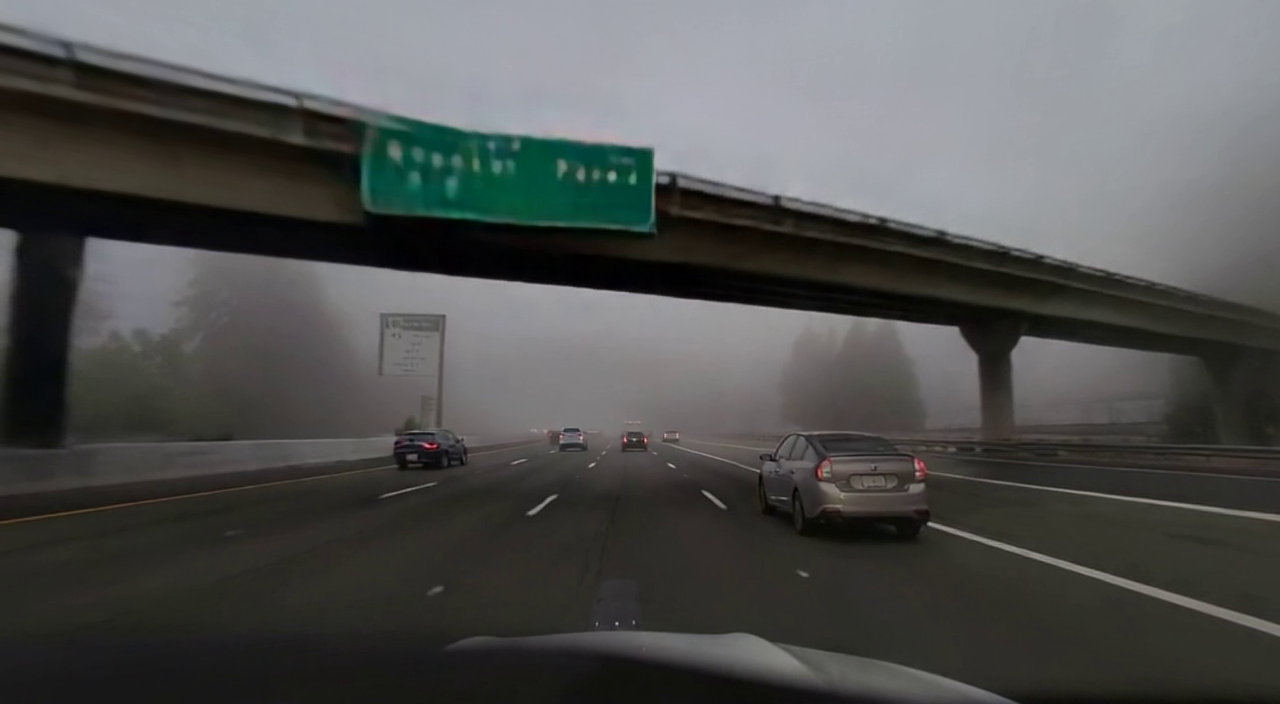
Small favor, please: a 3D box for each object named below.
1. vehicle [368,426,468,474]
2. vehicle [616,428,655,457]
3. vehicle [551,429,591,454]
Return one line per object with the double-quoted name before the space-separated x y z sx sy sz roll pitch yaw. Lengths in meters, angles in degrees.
"vehicle" -7.789 3.473 22.608 2.009 1.537 4.449 0 -8 0
"vehicle" -0.288 5.574 39.051 2.240 1.646 4.949 0 -8 -1
"vehicle" -4.299 5.693 40.105 2.103 1.512 4.155 0 -8 0
